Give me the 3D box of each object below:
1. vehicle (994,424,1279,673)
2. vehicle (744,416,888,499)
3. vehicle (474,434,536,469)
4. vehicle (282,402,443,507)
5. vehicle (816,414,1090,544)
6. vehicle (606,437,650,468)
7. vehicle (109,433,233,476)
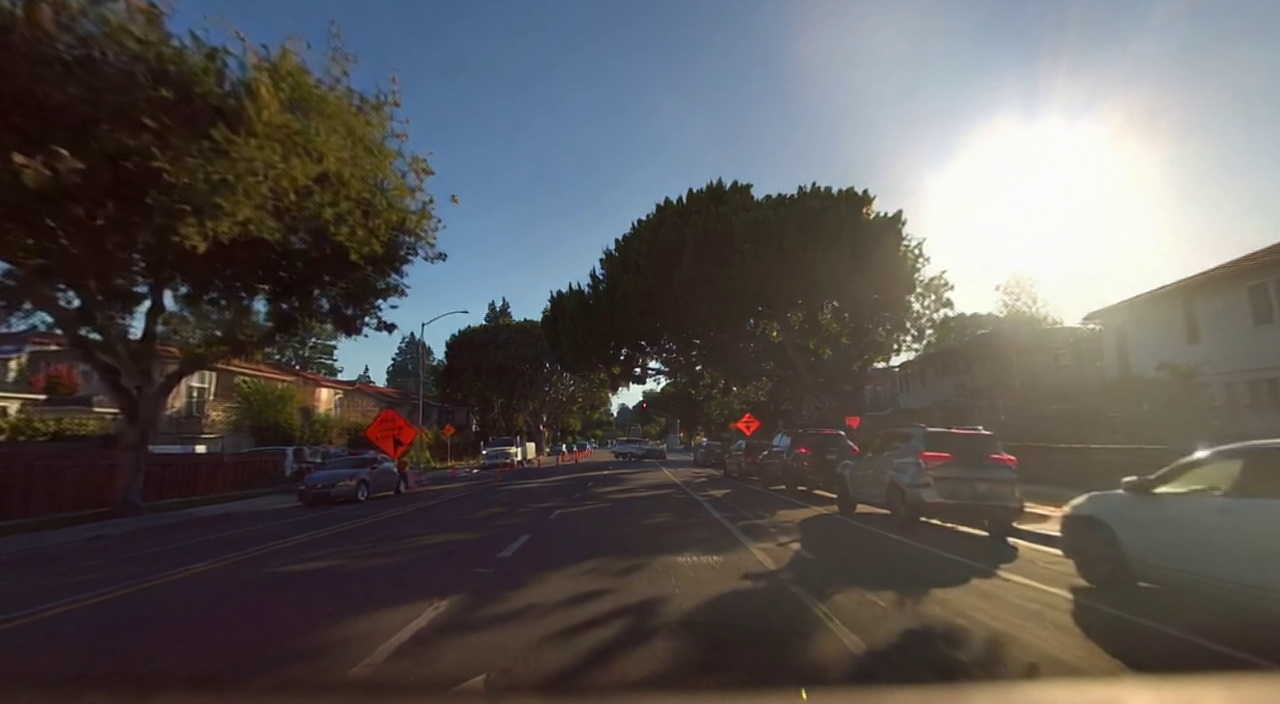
[{"bbox_3d":[4.766,1.272,4.448,1.912,1.463,4.477,0,-8,0],"label":"vehicle"},{"bbox_3d":[4.646,2.932,17.865,2.279,1.946,5.925,0,-8,-1],"label":"vehicle"},{"bbox_3d":[-8.505,6.362,40.356,2.659,2.047,6.014,0,-8,0],"label":"vehicle"},{"bbox_3d":[-7.768,2.922,18.234,2.526,2.631,4.228,0,-8,2],"label":"vehicle"},{"bbox_3d":[4.868,2.050,10.856,2.225,1.715,4.755,0,-8,-1],"label":"vehicle"},{"bbox_3d":[-0.579,5.198,32.781,2.151,1.481,4.084,0,-8,1],"label":"vehicle"},{"bbox_3d":[-23.336,5.087,31.443,4.491,2.031,2.045,-1,-8,1],"label":"vehicle"}]
